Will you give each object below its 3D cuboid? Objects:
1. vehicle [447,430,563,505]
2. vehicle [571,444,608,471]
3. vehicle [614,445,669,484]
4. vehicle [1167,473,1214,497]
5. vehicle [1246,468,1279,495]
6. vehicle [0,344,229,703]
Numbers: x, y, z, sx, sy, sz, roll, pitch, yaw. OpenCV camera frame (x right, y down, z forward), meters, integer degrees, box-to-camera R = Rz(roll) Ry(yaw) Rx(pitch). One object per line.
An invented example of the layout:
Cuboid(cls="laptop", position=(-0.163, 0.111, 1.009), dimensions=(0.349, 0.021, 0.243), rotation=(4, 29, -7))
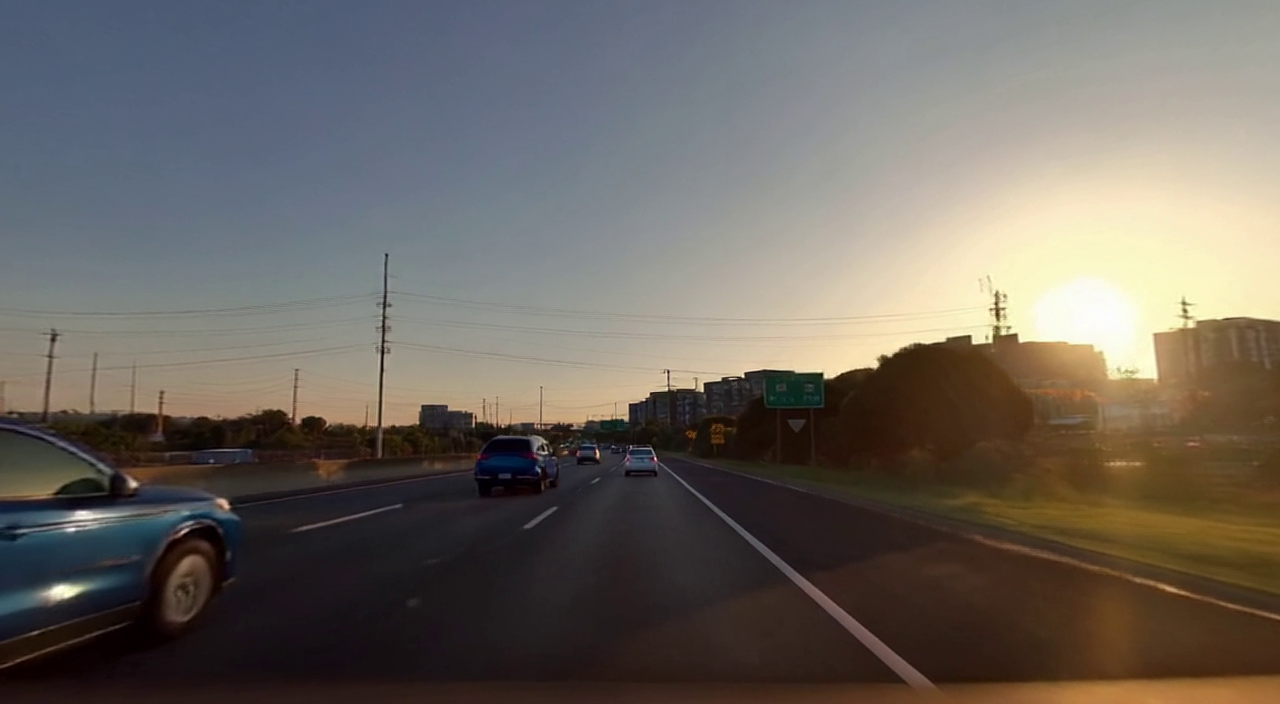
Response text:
Cuboid(cls="vehicle", position=(-3.575, 3.162, 17.698), dimensions=(2.133, 1.789, 4.518), rotation=(-1, -8, 2))
Cuboid(cls="vehicle", position=(-3.387, 7.130, 42.957), dimensions=(1.993, 1.717, 4.321), rotation=(-1, -9, 2))
Cuboid(cls="vehicle", position=(0.039, 4.541, 25.784), dimensions=(2.047, 1.473, 3.978), rotation=(0, -8, 0))
Cuboid(cls="vehicle", position=(39.784, 9.572, 45.552), dimensions=(4.203, 1.418, 1.942), rotation=(8, -12, -42))
Cuboid(cls="vehicle", position=(47.660, 9.669, 47.162), dimensions=(4.590, 1.756, 2.059), rotation=(5, -10, -30))
Cuboid(cls="vehicle", position=(-4.203, 0.742, 1.977), dimensions=(2.198, 1.848, 5.346), rotation=(0, -8, 0))
